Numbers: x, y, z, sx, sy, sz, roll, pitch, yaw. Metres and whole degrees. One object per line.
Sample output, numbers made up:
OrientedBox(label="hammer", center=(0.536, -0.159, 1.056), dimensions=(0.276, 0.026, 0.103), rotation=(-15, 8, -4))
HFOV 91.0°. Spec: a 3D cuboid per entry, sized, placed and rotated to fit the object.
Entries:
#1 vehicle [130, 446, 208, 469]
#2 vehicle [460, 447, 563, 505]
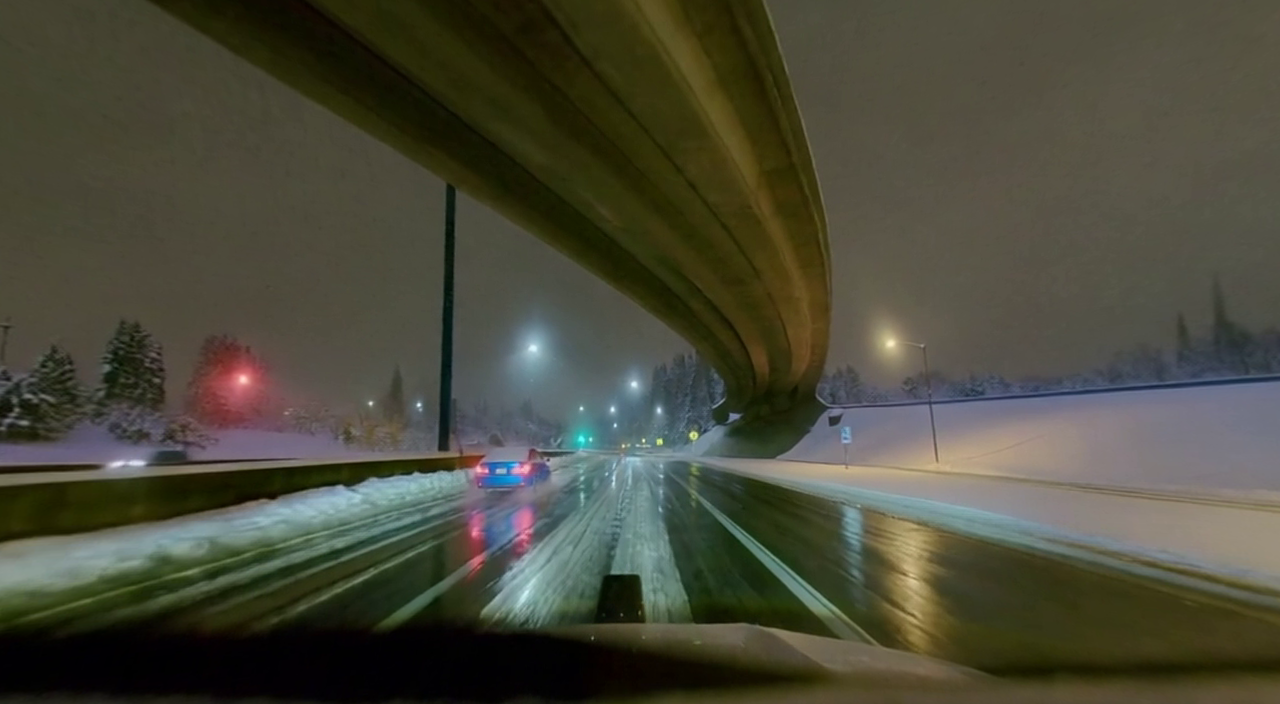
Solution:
OrientedBox(label="vehicle", center=(-33.946, 7.585, 45.528), dimensions=(1.882, 1.521, 4.666), rotation=(0, -9, 2))
OrientedBox(label="vehicle", center=(-3.590, 3.533, 18.442), dimensions=(2.044, 1.478, 4.114), rotation=(0, -9, 1))
